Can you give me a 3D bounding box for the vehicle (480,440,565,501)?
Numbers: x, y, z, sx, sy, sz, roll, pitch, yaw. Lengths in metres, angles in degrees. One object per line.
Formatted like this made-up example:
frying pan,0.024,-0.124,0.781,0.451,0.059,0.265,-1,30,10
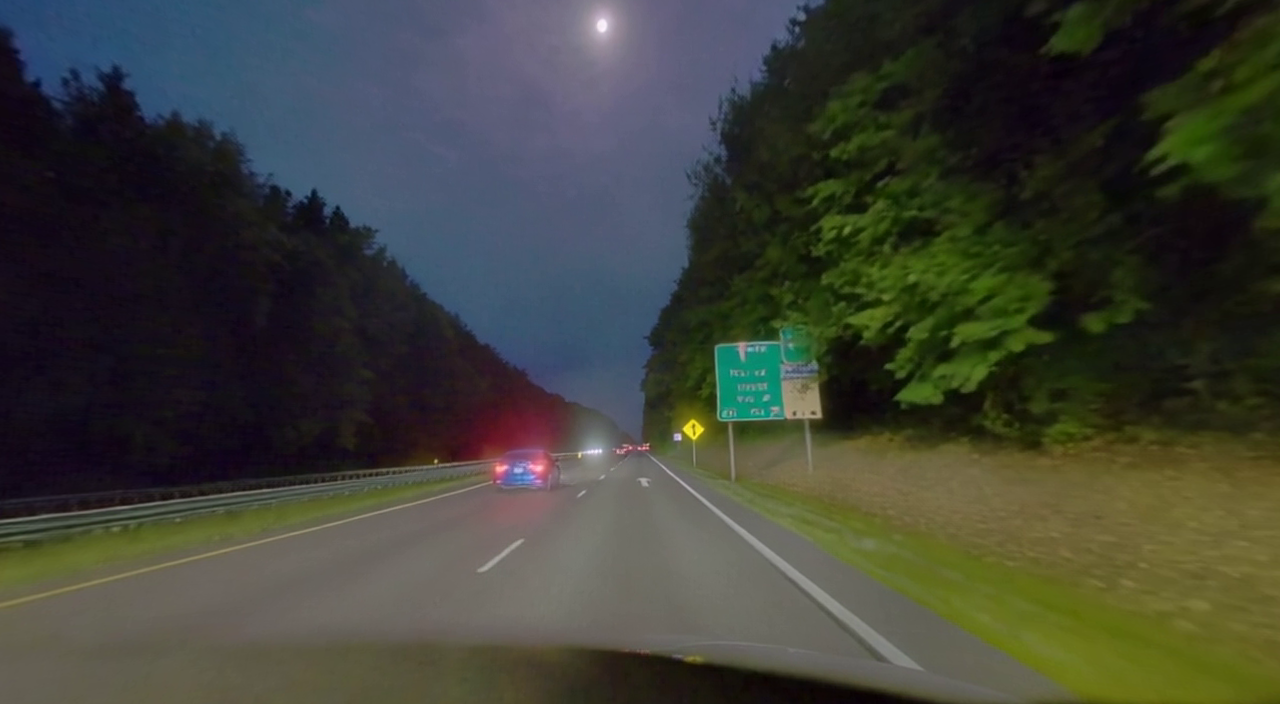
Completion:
vehicle,-3.239,3.335,18.038,1.675,1.537,3.574,-1,-9,1
